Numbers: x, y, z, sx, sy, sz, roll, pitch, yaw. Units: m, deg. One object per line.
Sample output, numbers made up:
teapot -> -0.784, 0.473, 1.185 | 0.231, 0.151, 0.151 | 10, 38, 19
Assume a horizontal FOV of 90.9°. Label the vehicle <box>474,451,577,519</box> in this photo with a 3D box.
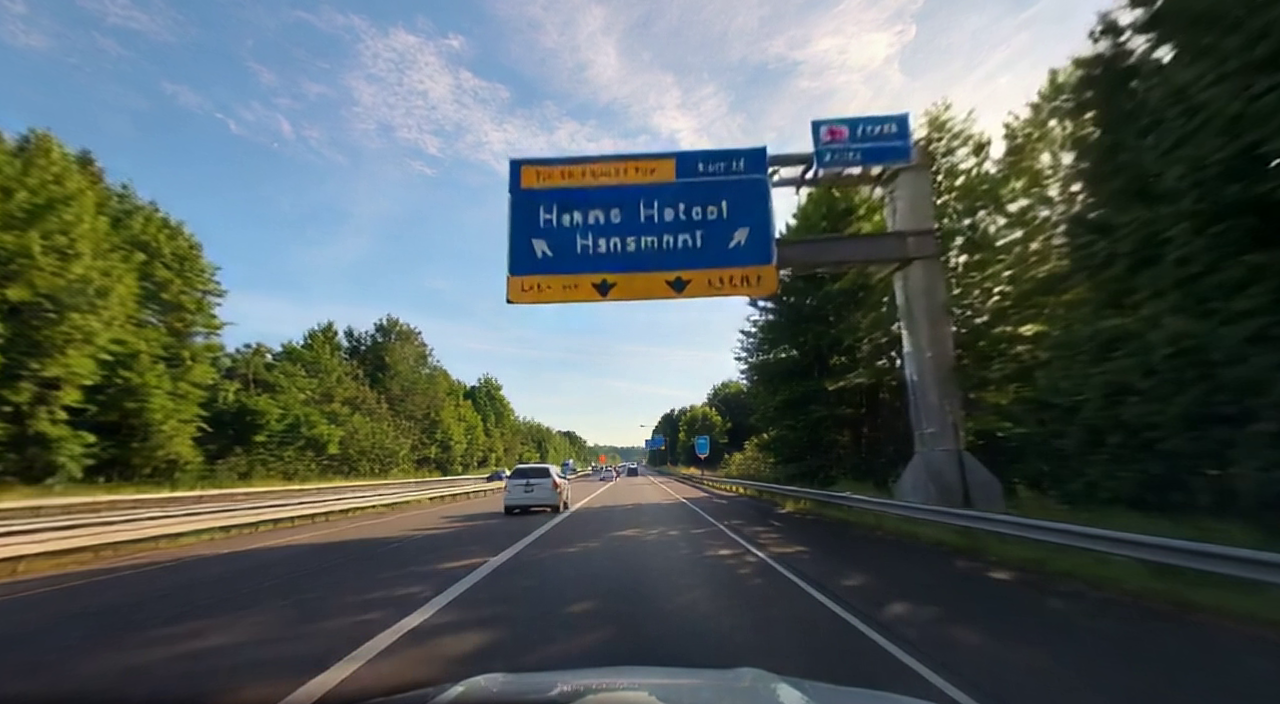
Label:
vehicle -> -3.088, 3.733, 17.966 | 2.104, 1.655, 4.039 | 0, -10, 1
